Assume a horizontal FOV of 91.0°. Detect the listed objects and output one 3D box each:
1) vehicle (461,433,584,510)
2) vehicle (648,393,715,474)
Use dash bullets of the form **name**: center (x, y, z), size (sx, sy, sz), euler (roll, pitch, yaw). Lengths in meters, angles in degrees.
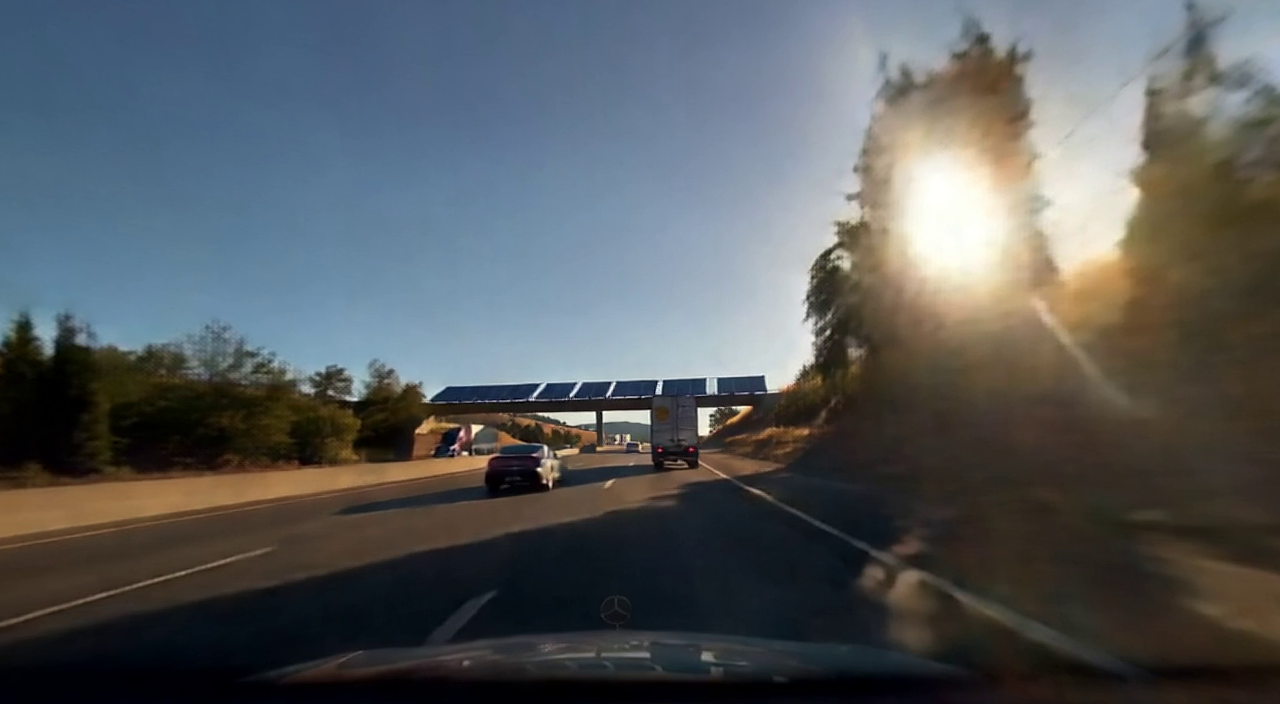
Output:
- **vehicle**: center (-2.651, 2.826, 15.358), size (2.066, 1.581, 4.268), euler (-1, -8, 2)
- **vehicle**: center (2.050, 4.387, 33.526), size (2.967, 3.633, 10.015), euler (-1, -8, 2)
